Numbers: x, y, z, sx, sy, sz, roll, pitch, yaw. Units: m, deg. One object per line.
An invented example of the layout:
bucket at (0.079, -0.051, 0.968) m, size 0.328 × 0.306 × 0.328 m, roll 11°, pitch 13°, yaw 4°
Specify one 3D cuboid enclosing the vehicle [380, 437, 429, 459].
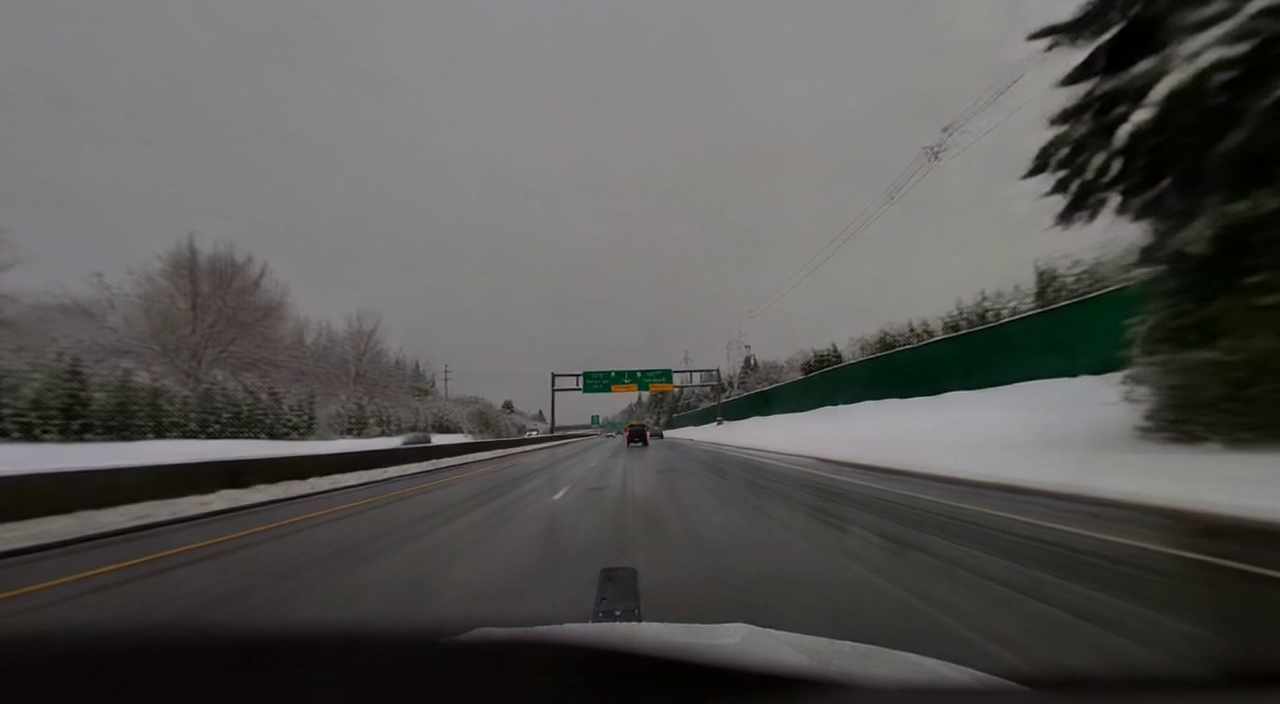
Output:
vehicle at (-17.129, 6.971, 46.037) m, size 1.860 × 1.505 × 4.566 m, roll 0°, pitch -8°, yaw -1°
